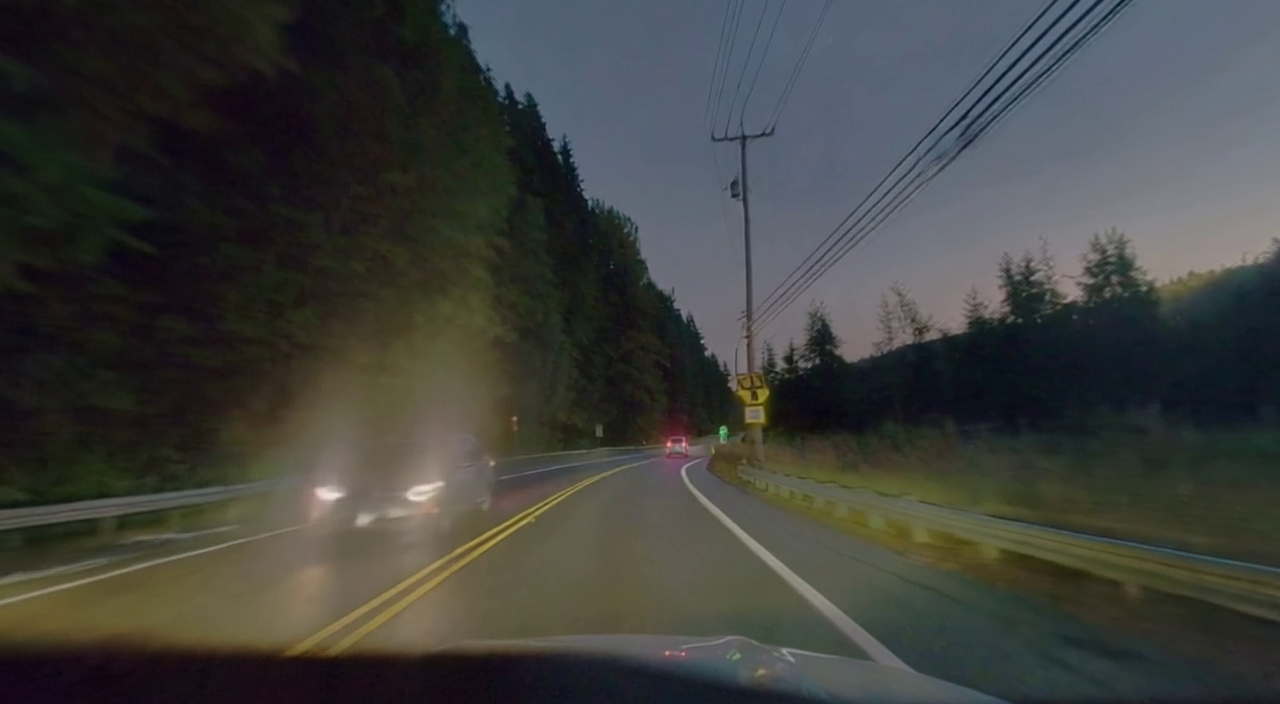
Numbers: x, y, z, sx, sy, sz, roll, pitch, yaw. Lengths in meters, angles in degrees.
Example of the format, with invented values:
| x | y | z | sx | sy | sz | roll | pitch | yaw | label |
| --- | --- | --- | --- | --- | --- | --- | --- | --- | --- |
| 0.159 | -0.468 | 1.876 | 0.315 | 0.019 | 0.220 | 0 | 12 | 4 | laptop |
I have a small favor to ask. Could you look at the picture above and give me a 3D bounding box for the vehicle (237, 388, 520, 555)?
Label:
| x | y | z | sx | sy | sz | roll | pitch | yaw | label |
| --- | --- | --- | --- | --- | --- | --- | --- | --- | --- |
| -3.645 | 1.822 | 10.201 | 2.343 | 1.998 | 4.973 | -1 | -9 | 1 | vehicle |
